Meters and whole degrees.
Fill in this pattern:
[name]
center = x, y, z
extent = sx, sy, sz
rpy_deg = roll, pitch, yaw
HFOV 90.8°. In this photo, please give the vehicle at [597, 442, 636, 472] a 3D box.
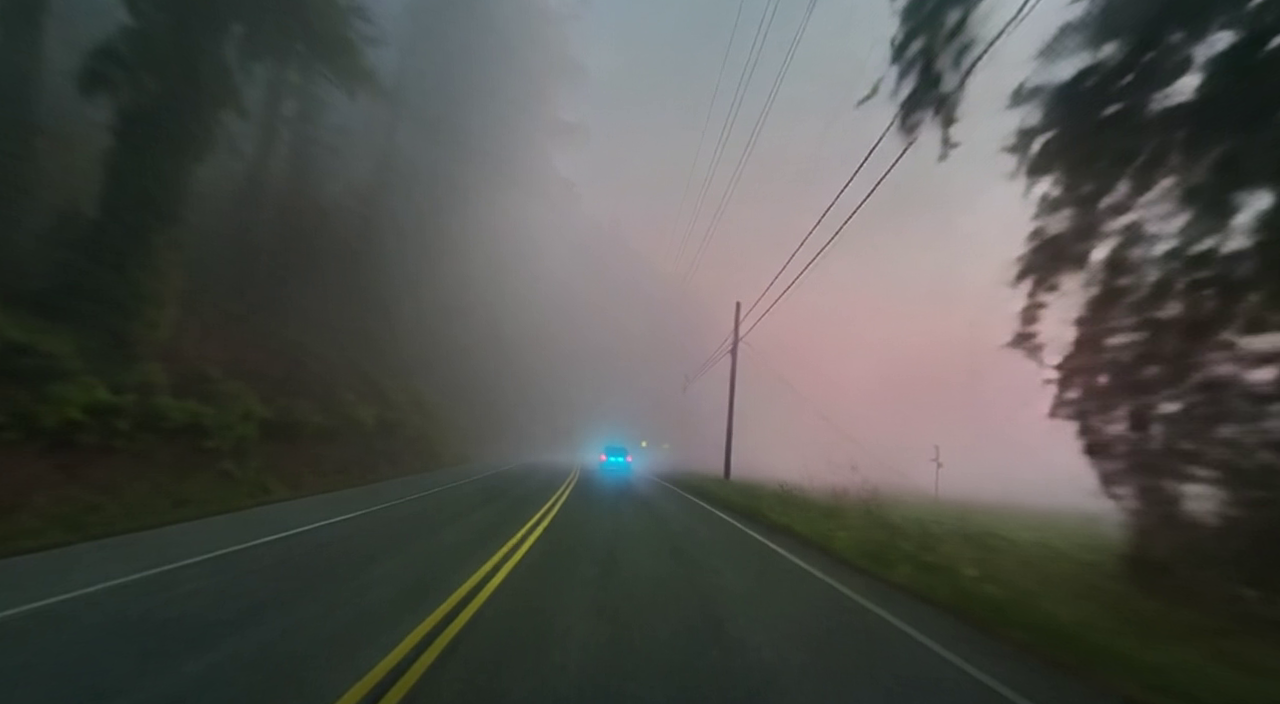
[vehicle]
center = -1.401, 5.980, 36.133
extent = 2.059, 1.524, 3.963
rpy_deg = 2, -9, -4
